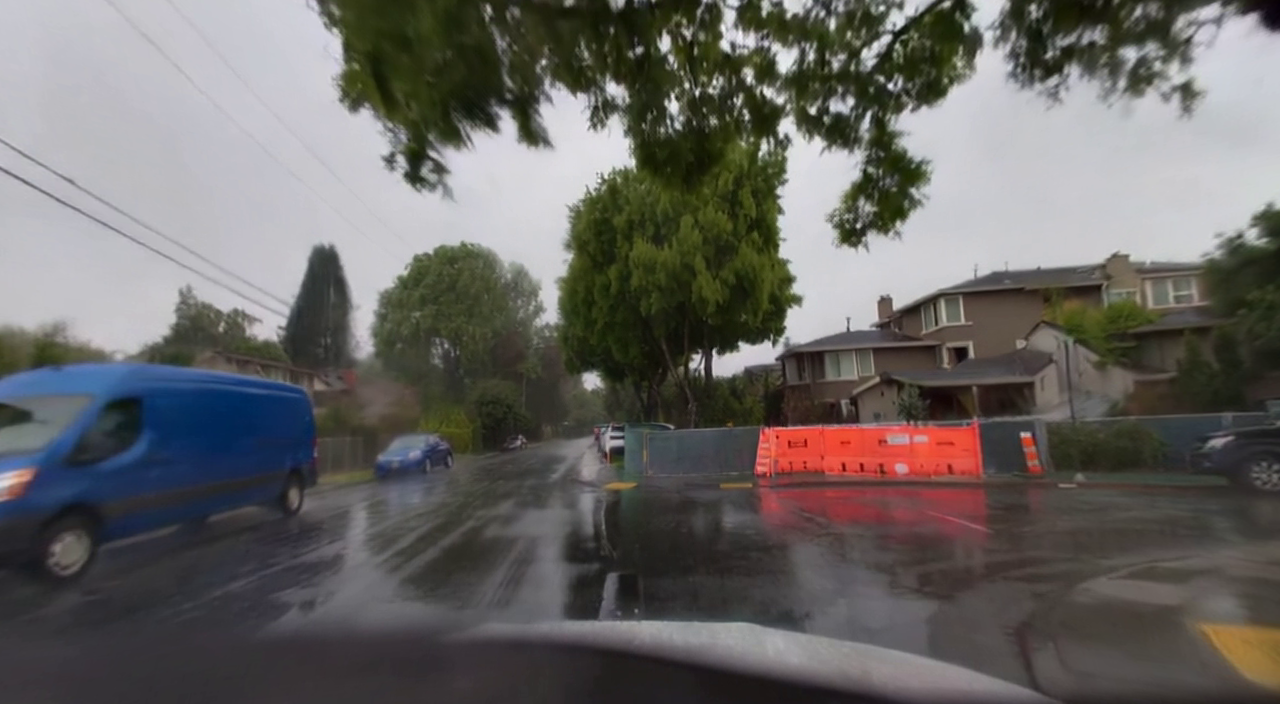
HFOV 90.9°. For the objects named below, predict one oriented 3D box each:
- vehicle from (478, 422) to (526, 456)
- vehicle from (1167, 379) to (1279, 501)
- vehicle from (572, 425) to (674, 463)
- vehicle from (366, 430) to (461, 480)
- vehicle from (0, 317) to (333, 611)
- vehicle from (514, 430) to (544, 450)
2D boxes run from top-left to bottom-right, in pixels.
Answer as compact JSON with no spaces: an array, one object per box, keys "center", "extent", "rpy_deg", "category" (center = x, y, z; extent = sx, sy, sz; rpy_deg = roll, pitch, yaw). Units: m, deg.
[{"center":[-8.412,5.322,38.782],"extent":[2.042,1.937,4.960],"rpy_deg":[0,-8,-2],"category":"vehicle"},{"center":[11.887,1.427,10.243],"extent":[4.624,1.924,2.005],"rpy_deg":[-4,-9,28],"category":"vehicle"},{"center":[-0.632,3.759,25.917],"extent":[1.827,1.436,4.070],"rpy_deg":[-8,-11,44],"category":"vehicle"},{"center":[-7.634,3.493,21.709],"extent":[1.899,1.524,4.082],"rpy_deg":[0,-8,-2],"category":"vehicle"},{"center":[-6.868,1.346,8.671],"extent":[2.284,2.500,7.006],"rpy_deg":[-2,-6,-4],"category":"vehicle"},{"center":[-8.672,6.884,49.500],"extent":[1.765,1.493,4.130],"rpy_deg":[0,-8,-2],"category":"vehicle"}]
